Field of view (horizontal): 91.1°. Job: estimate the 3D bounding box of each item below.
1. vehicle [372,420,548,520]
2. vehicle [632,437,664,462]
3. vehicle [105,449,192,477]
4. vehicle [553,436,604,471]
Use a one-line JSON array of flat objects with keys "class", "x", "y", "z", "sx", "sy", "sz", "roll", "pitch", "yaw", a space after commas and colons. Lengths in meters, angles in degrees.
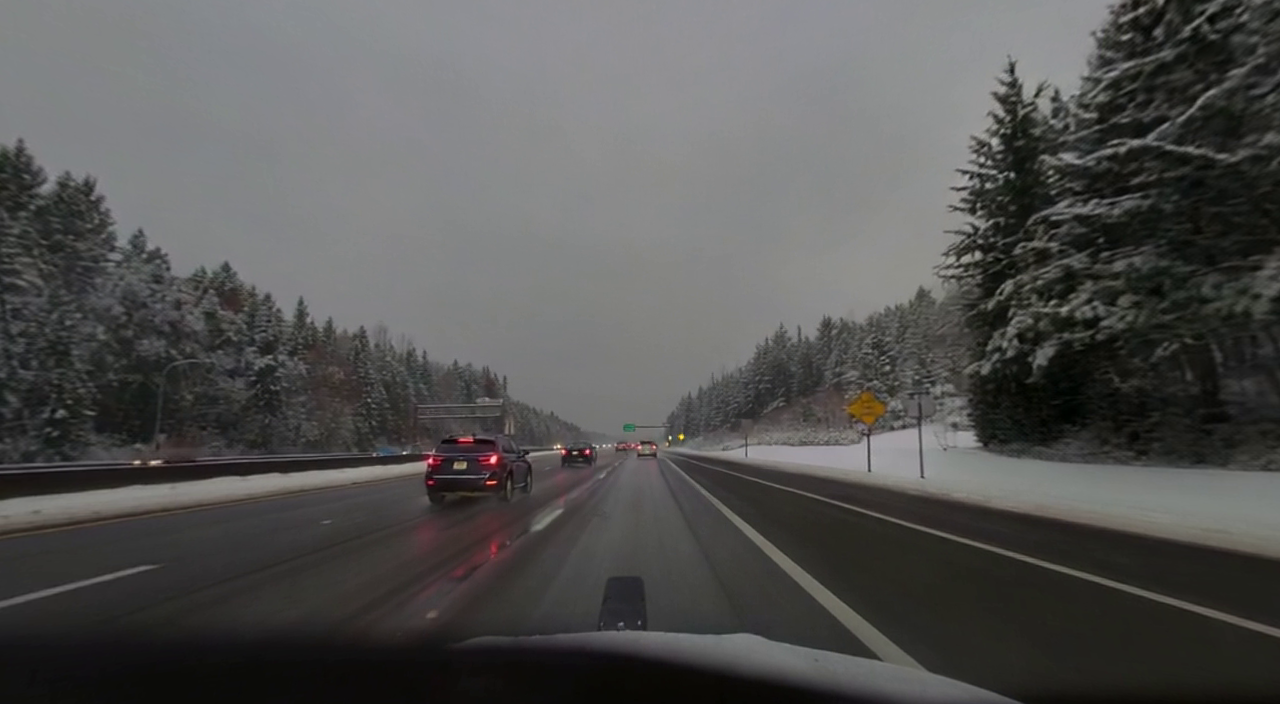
[{"class": "vehicle", "x": -3.422, "y": 2.360, "z": 13.198, "sx": 2.040, "sy": 1.672, "sz": 5.122, "roll": 0, "pitch": -8, "yaw": 2}, {"class": "vehicle", "x": 0.601, "y": 7.328, "z": 47.467, "sx": 2.285, "sy": 1.797, "sz": 4.478, "roll": 0, "pitch": -8, "yaw": 0}, {"class": "vehicle", "x": -31.825, "y": 7.146, "z": 40.791, "sx": 1.842, "sy": 1.681, "sz": 4.393, "roll": -1, "pitch": -8, "yaw": 4}, {"class": "vehicle", "x": -3.026, "y": 5.117, "z": 31.874, "sx": 2.056, "sy": 1.679, "sz": 4.204, "roll": 0, "pitch": -8, "yaw": 2}]
